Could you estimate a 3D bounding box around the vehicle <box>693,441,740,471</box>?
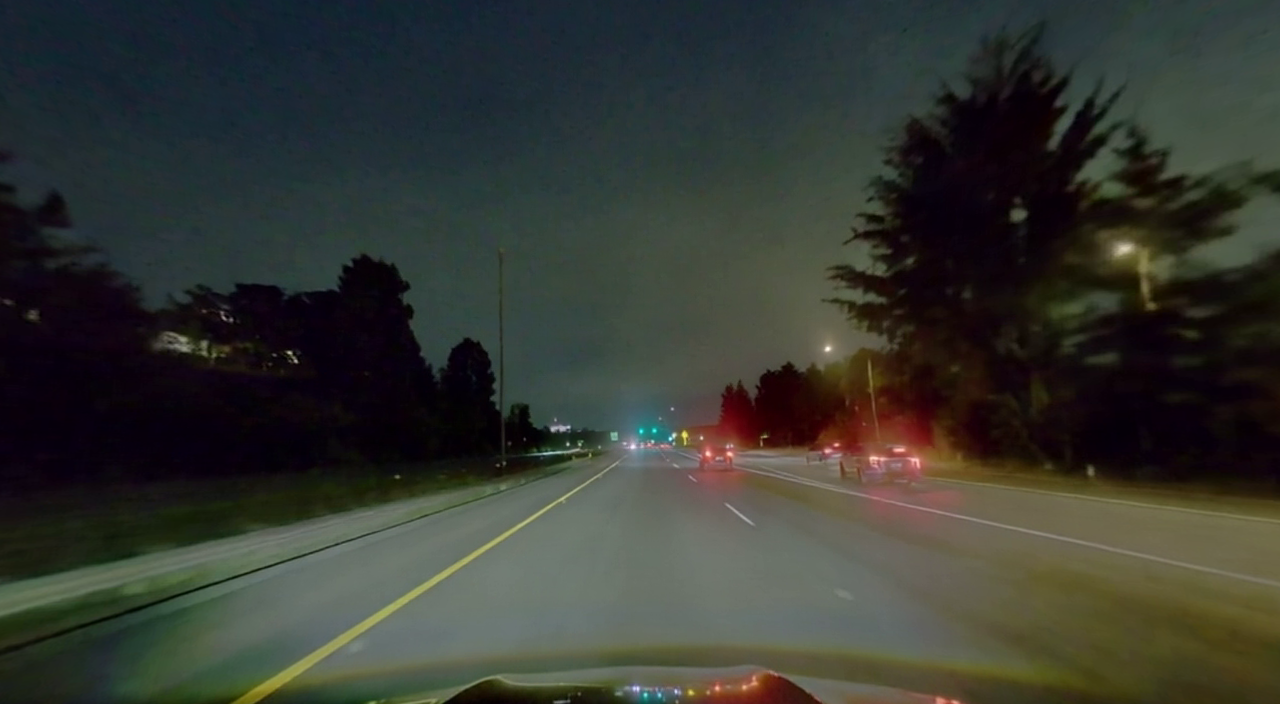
[{"bbox_3d":[4.245,5.843,35.614,2.042,1.518,4.477,0,-8,-1],"label":"vehicle"}]
